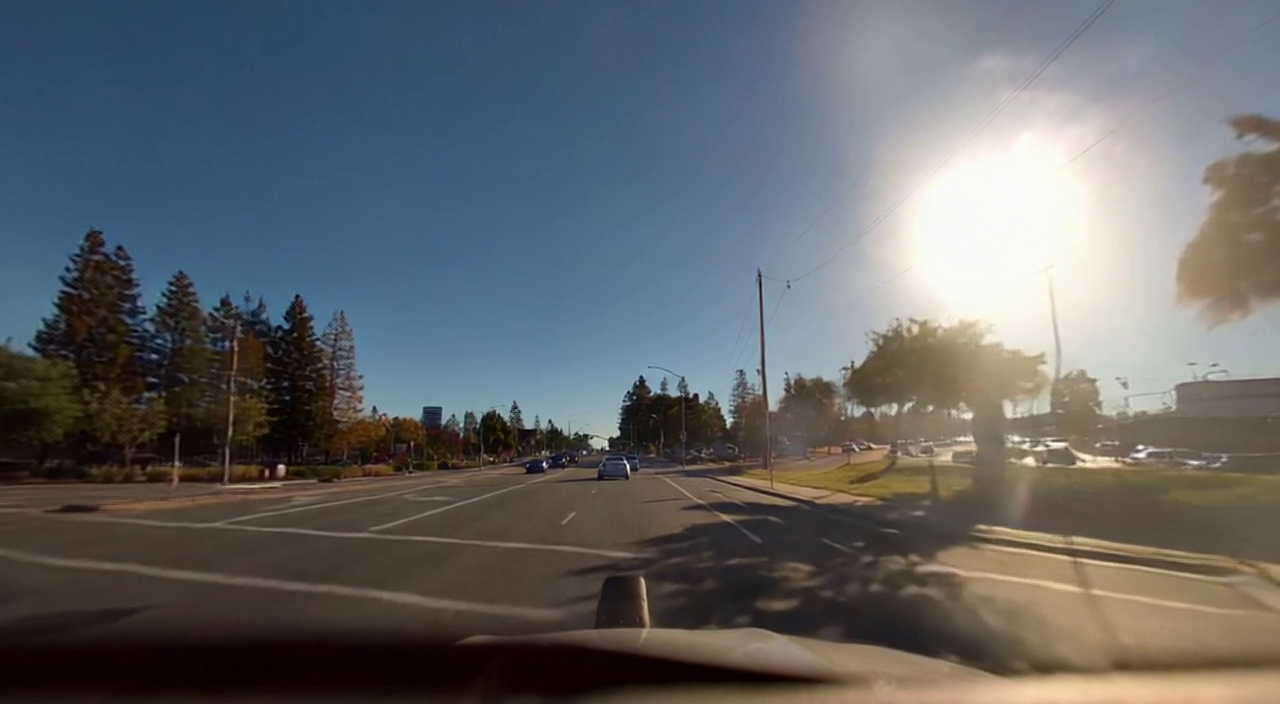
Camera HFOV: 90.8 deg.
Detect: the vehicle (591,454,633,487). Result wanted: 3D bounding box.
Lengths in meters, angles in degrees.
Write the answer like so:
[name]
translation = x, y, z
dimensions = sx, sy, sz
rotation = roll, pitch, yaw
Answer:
[vehicle]
translation = -1.372, 5.665, 30.583
dimensions = 1.917, 1.418, 3.987
rotation = 0, -8, -3
